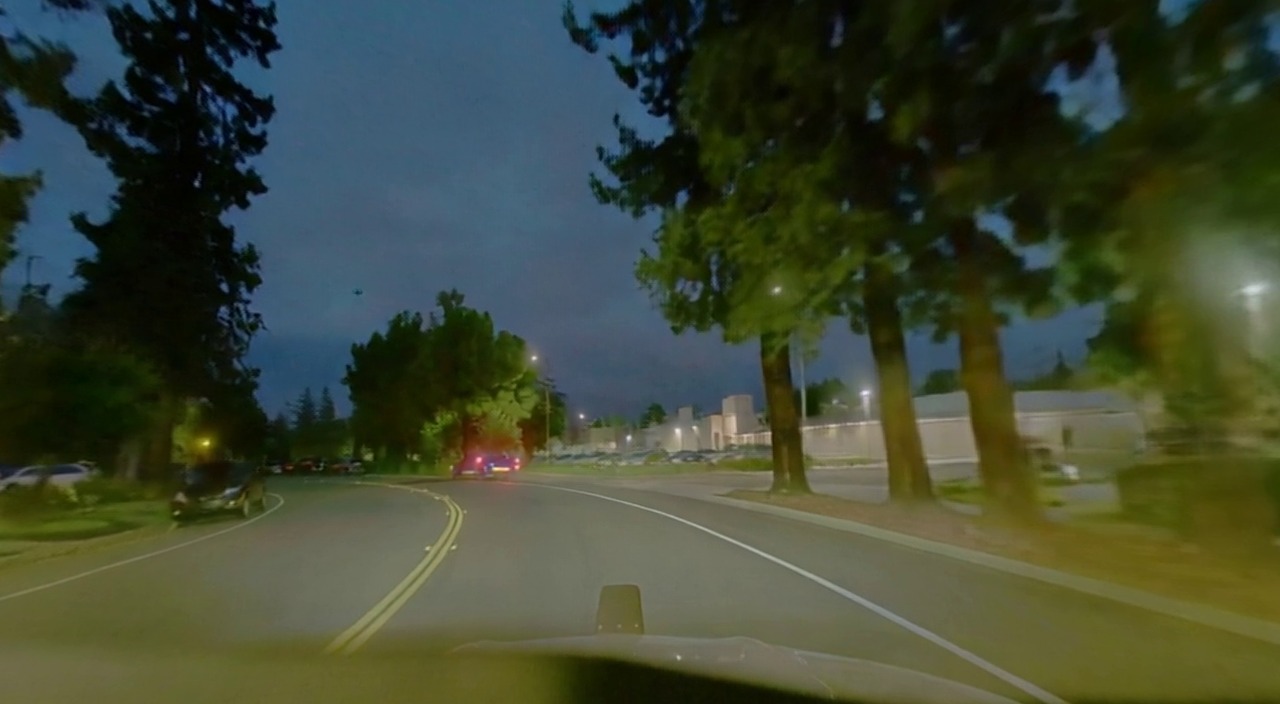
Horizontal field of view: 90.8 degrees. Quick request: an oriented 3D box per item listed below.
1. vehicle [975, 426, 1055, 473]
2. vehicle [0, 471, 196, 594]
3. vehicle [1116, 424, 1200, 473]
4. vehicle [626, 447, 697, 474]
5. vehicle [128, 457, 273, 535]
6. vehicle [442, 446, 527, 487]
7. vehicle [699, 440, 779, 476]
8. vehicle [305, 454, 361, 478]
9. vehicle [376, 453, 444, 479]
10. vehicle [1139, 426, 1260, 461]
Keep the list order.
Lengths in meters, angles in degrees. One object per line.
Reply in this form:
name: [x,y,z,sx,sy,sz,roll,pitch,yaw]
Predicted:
vehicle: [15.415,3.972,25.847,1.900,1.711,4.666,-7,-11,40]
vehicle: [-8.606,2.219,7.288,2.772,1.161,7.241,-1,-7,-9]
vehicle: [18.406,3.400,22.396,3.526,1.412,1.647,4,-12,-43]
vehicle: [1.326,6.512,38.025,2.036,1.517,4.225,-8,-12,42]
vehicle: [-11.286,3.641,16.678,2.206,1.537,4.946,0,-9,-24]
vehicle: [-8.285,5.975,33.372,2.042,1.817,5.202,7,-10,-42]
vehicle: [5.518,5.784,34.878,2.229,1.723,4.372,-7,-9,44]
vehicle: [-23.491,8.674,48.308,4.686,1.731,2.055,-7,-11,41]
vehicle: [-14.929,7.343,40.832,4.611,1.519,2.053,-7,-11,40]
vehicle: [29.284,4.839,33.177,4.506,1.623,1.928,-10,-14,42]
